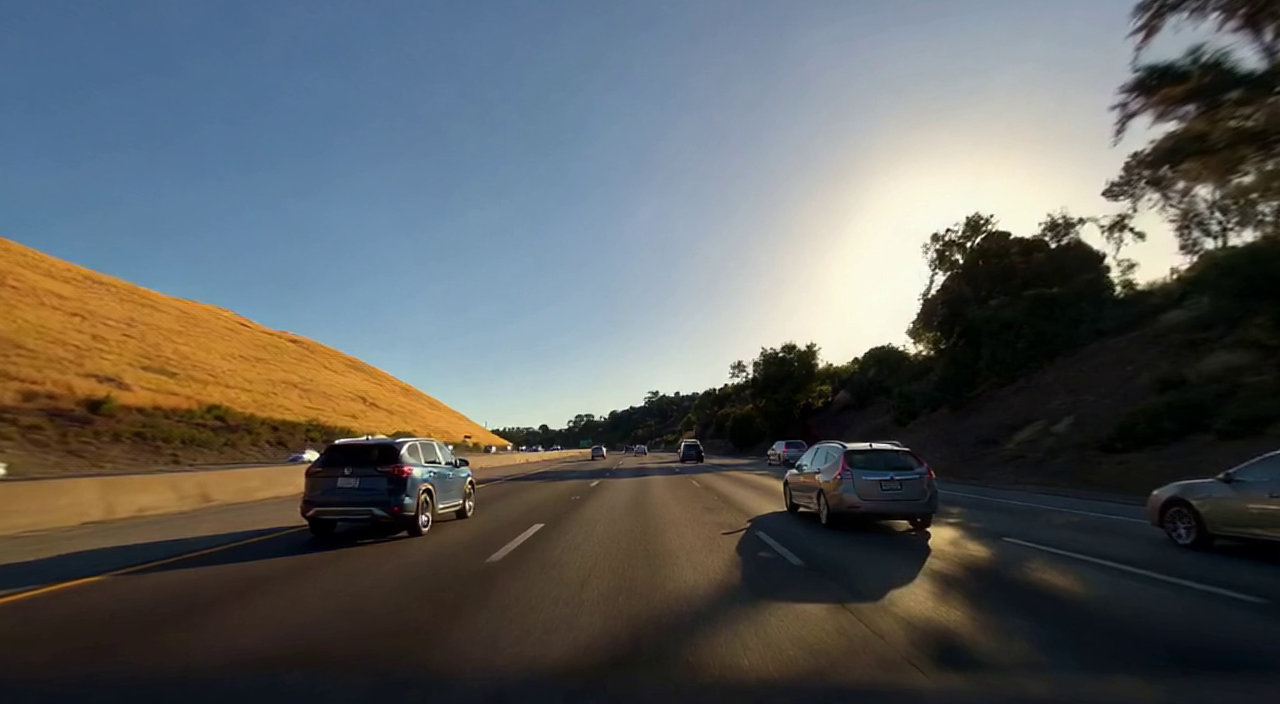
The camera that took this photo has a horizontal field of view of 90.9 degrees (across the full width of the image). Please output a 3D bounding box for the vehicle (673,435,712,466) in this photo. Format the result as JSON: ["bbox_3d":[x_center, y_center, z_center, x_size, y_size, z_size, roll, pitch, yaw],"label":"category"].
[{"bbox_3d":[3.476,6.603,42.502,2.121,1.925,5.056,0,-8,-1],"label":"vehicle"}]

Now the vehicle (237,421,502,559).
[{"bbox_3d":[-3.805,2.019,9.981,2.166,1.672,4.388,0,-8,1],"label":"vehicle"}]

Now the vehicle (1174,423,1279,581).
[{"bbox_3d":[7.115,1.227,4.674,2.035,1.486,4.867,0,-8,0],"label":"vehicle"}]

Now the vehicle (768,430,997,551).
[{"bbox_3d":[3.470,2.054,10.077,1.941,1.481,4.300,0,-8,0],"label":"vehicle"}]
